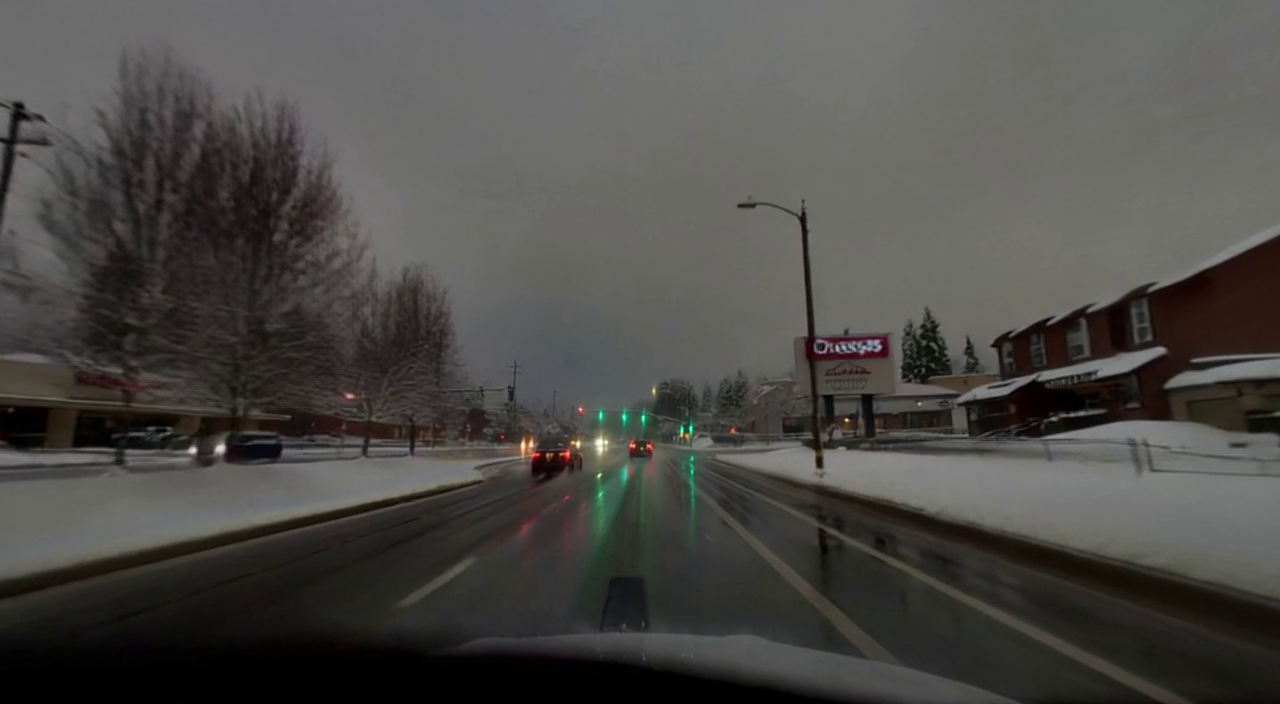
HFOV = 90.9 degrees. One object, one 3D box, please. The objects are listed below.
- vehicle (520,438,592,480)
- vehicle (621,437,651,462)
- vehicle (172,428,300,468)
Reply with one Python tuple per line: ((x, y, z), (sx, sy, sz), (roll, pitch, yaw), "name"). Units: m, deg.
((-3.118, 4.090, 24.393), (2.015, 1.470, 4.458), (0, -8, 2), "vehicle")
((-0.284, 7.211, 46.894), (2.153, 1.764, 4.047), (0, -8, 0), "vehicle")
((-16.938, 4.076, 26.812), (2.341, 1.527, 4.616), (0, -8, 1), "vehicle")
